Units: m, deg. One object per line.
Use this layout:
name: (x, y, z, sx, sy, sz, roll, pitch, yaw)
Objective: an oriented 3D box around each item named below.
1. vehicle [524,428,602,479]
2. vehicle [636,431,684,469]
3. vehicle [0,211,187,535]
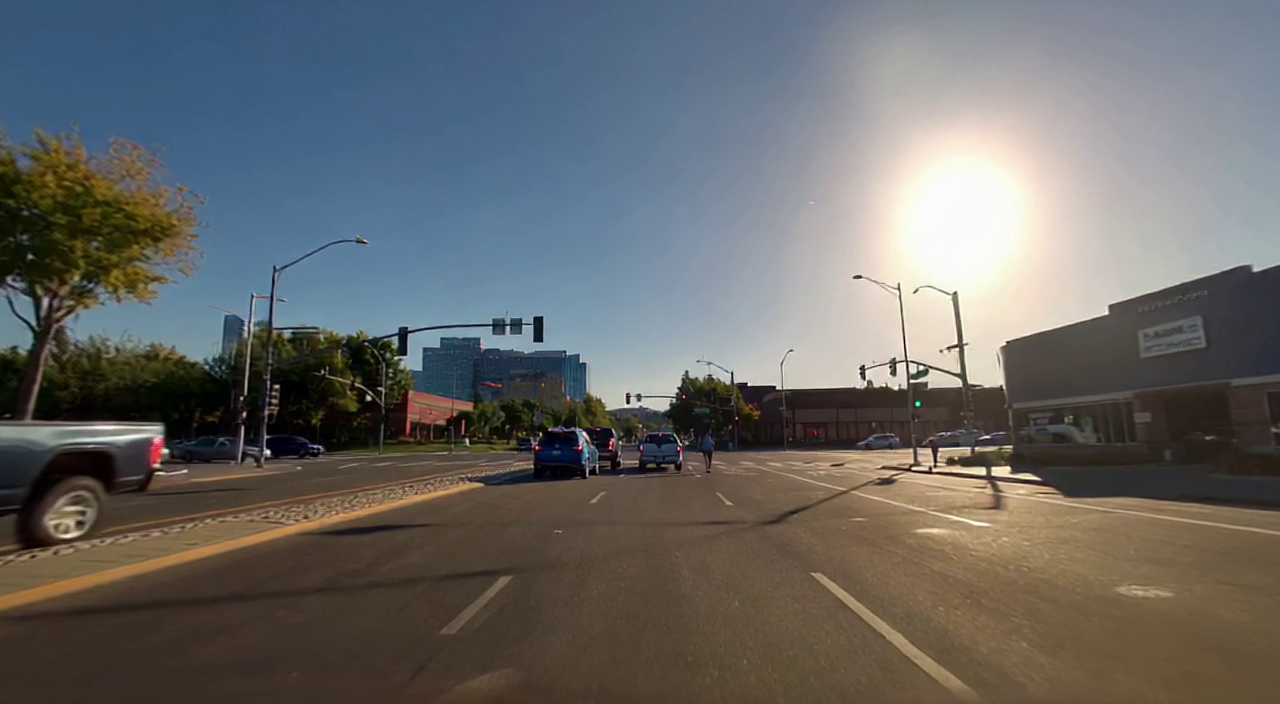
vehicle: (-2.711, 3.717, 23.218, 2.006, 1.707, 4.448, -1, -8, 4)
vehicle: (0.969, 4.868, 31.361, 2.204, 1.738, 4.690, 0, -8, 1)
vehicle: (-9.405, -0.120, 5.172, 3.054, 3.962, 11.136, 0, -8, -1)
